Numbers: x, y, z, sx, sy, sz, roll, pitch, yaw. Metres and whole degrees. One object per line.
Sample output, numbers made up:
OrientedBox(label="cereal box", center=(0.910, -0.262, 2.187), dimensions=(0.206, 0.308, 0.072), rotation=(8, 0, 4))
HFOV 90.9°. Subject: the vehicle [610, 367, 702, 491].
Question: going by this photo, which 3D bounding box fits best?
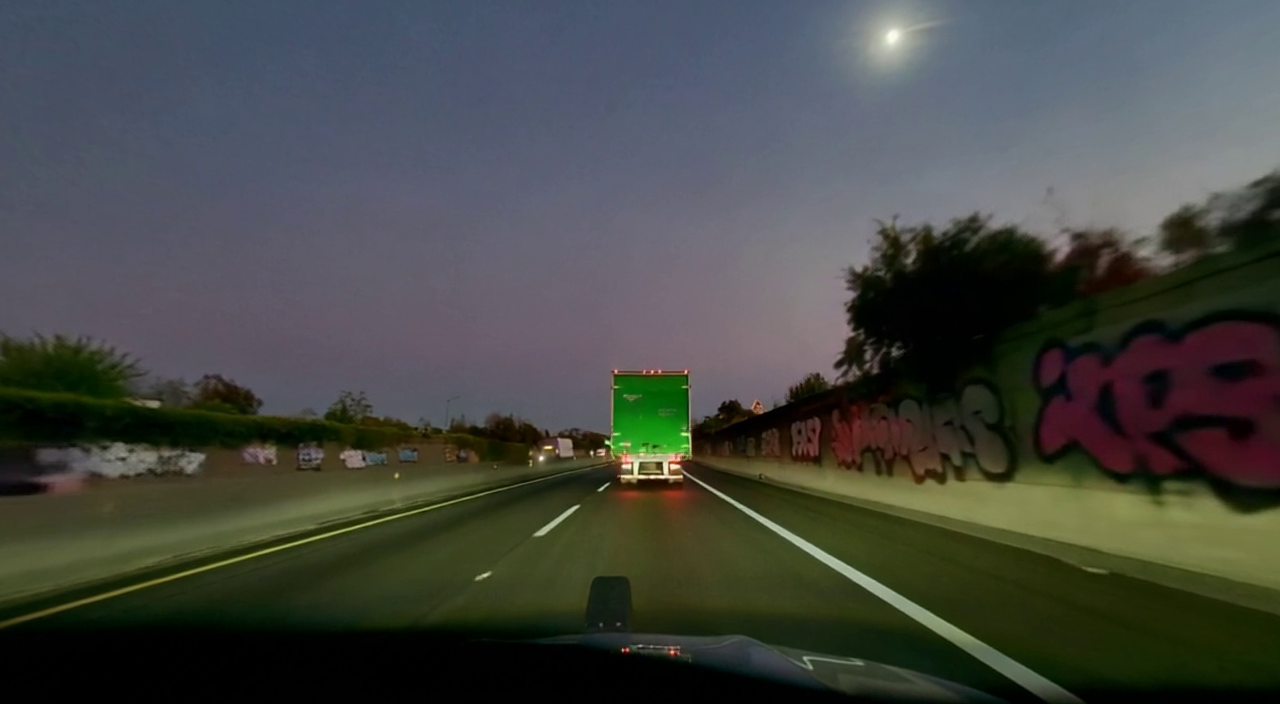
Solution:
OrientedBox(label="vehicle", center=(0.409, 3.232, 25.169), dimensions=(2.900, 3.955, 10.151), rotation=(0, -9, -1))
